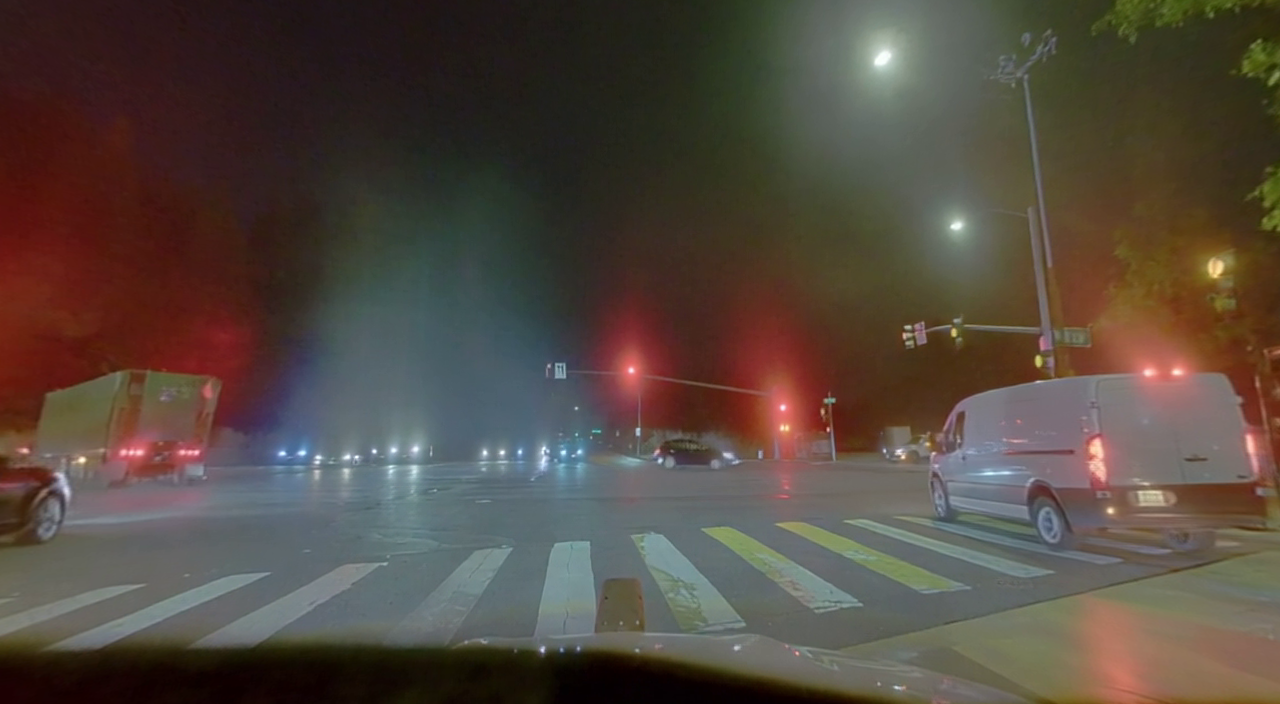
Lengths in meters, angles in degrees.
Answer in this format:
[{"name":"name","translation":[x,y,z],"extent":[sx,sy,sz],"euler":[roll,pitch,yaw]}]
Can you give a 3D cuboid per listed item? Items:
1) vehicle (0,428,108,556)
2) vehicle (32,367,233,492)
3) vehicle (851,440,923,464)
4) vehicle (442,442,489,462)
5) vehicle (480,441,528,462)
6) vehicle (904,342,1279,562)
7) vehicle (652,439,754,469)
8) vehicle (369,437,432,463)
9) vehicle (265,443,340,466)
[{"name":"vehicle","translation":[-8.495,1.575,6.902],"extent":[1.993,1.496,4.524],"euler":[1,-9,-10]},{"name":"vehicle","translation":[-15.928,2.490,19.701],"extent":[6.726,3.230,3.112],"euler":[-7,-11,37]},{"name":"vehicle","translation":[17.071,6.903,43.633],"extent":[4.524,1.560,2.052],"euler":[4,-10,-28]},{"name":"vehicle","translation":[-13.145,7.585,47.863],"extent":[1.845,1.426,4.289],"euler":[-1,-9,8]},{"name":"vehicle","translation":[-10.111,7.462,47.410],"extent":[2.097,1.484,4.596],"euler":[-1,-9,8]},{"name":"vehicle","translation":[6.551,1.517,9.945],"extent":[2.332,2.511,5.326],"euler":[0,-9,-1]},{"name":"vehicle","translation":[3.265,5.298,32.950],"extent":[4.846,1.487,2.086],"euler":[-5,-10,29]},{"name":"vehicle","translation":[-17.345,7.146,46.012],"extent":[2.189,1.753,4.785],"euler":[-1,-9,8]},{"name":"vehicle","translation":[-21.803,6.639,41.024],"extent":[1.859,1.415,4.591],"euler":[-1,-9,8]}]
